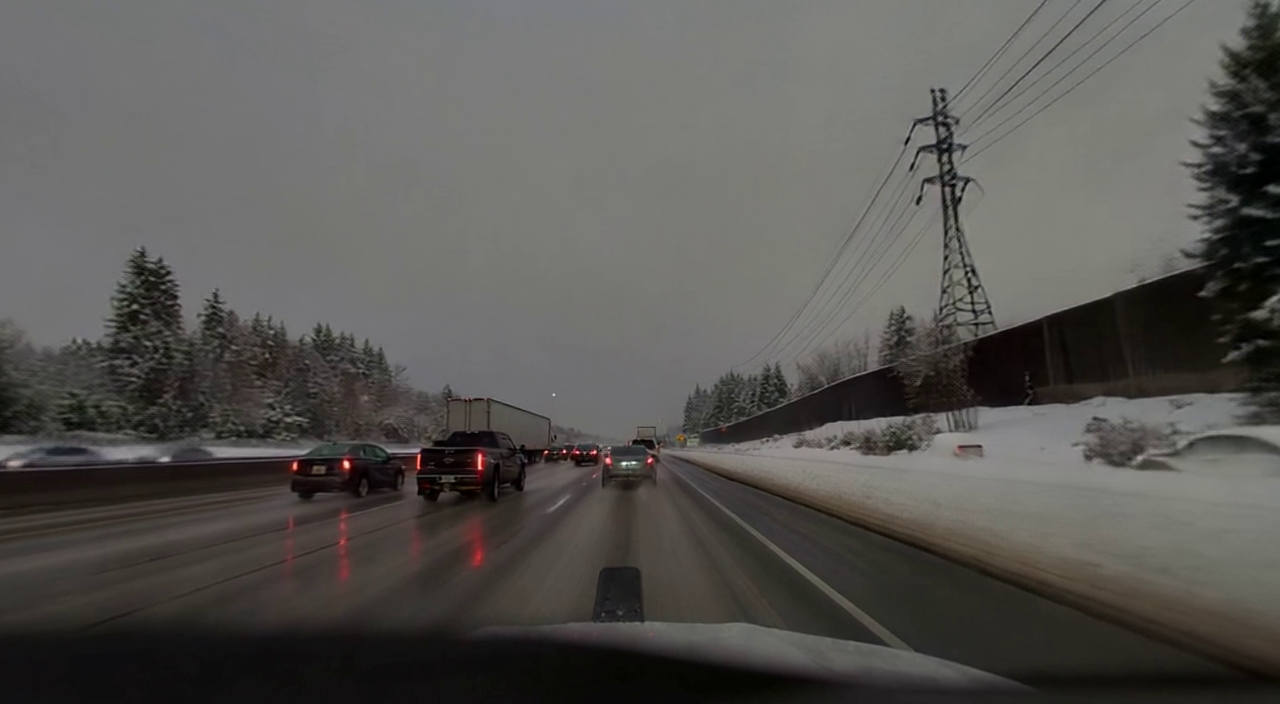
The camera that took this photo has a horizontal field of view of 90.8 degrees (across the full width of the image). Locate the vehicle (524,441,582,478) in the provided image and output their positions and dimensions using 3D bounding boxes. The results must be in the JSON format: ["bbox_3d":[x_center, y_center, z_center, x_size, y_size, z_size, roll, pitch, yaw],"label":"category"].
[{"bbox_3d":[-3.744,4.692,27.778,1.870,1.485,4.304,0,-9,1],"label":"vehicle"}]

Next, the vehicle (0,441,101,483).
[{"bbox_3d":[-27.087,4.838,28.093,2.017,1.724,4.861,0,-9,-1],"label":"vehicle"}]

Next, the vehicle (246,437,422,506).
[{"bbox_3d":[-7.663,3.021,16.521,2.165,1.511,4.810,0,-9,0],"label":"vehicle"}]

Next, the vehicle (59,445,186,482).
[{"bbox_3d":[-23.623,5.076,29.118,1.910,1.556,4.668,0,-9,-1],"label":"vehicle"}]

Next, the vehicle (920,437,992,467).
[{"bbox_3d":[17.940,5.721,36.167,1.936,1.591,4.362,0,-9,1],"label":"vehicle"}]

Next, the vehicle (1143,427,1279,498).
[{"bbox_3d":[14.314,2.455,14.214,1.949,1.472,4.795,0,-9,-1],"label":"vehicle"}]

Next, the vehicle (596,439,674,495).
[{"bbox_3d":[-0.160,3.368,18.812,2.089,1.477,3.818,0,-9,-1],"label":"vehicle"}]

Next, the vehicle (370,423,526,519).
[{"bbox_3d":[-3.848,2.467,13.561,1.923,1.716,4.289,0,-9,1],"label":"vehicle"}]
